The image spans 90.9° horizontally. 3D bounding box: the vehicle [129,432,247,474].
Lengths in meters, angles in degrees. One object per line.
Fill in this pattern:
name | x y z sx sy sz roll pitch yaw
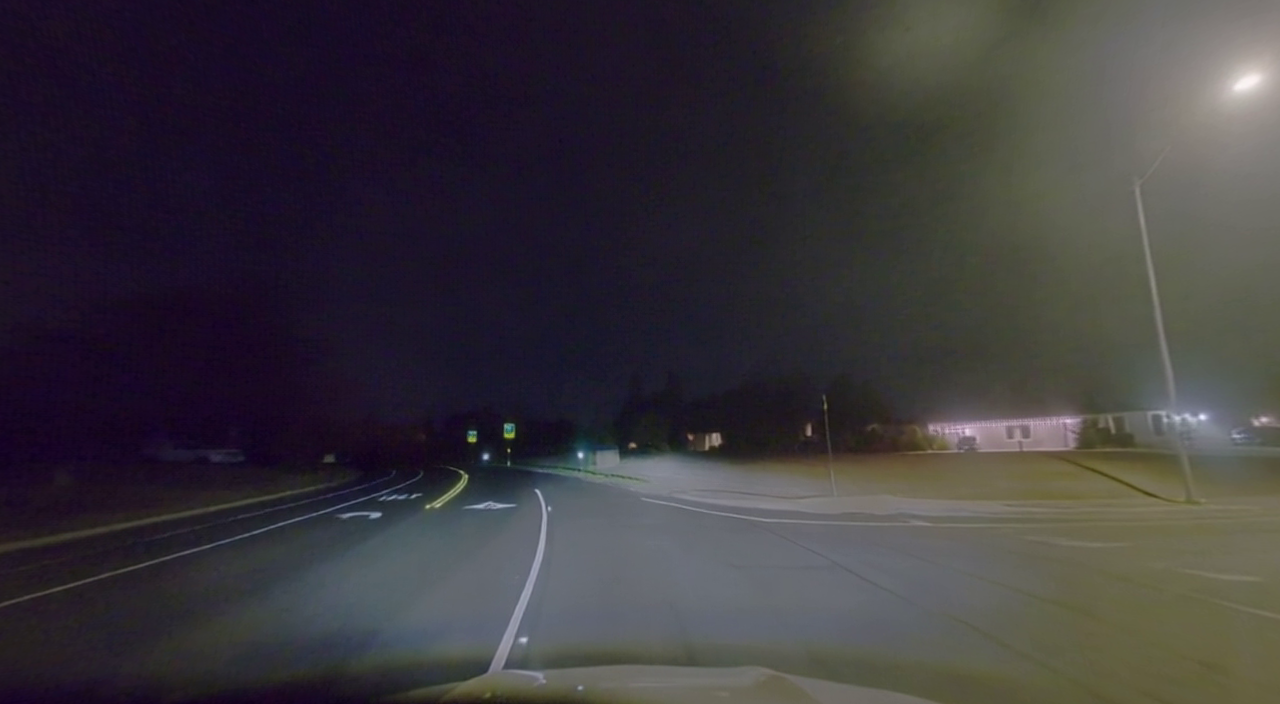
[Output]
vehicle | -23.107 5.160 32.268 4.699 1.996 2.116 -2 -9 11
